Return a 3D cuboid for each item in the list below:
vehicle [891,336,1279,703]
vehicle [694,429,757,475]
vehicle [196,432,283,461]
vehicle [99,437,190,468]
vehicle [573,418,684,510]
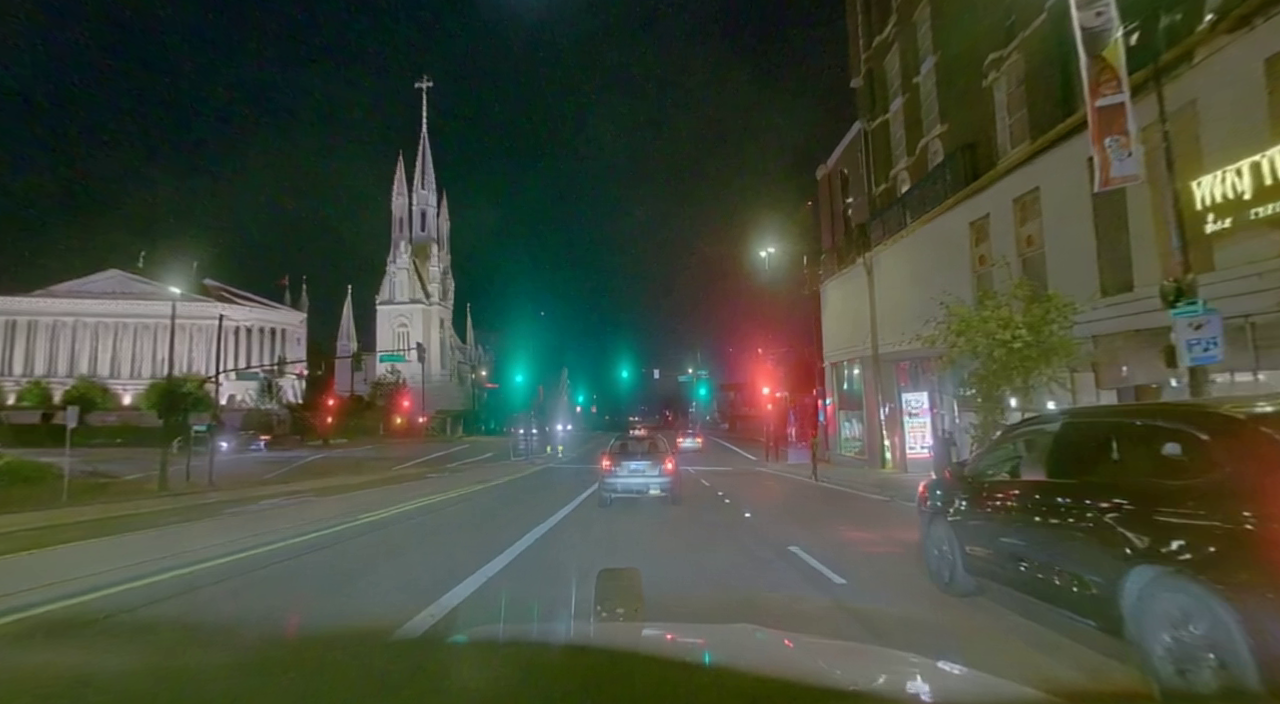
[{"bbox_3d":[3.650,1.039,4.122,2.080,1.735,4.650,0,-8,0],"label":"vehicle"},{"bbox_3d":[3.907,4.693,29.963,2.228,1.922,5.335,1,-8,0],"label":"vehicle"},{"bbox_3d":[-29.521,6.940,46.659,4.955,1.828,2.268,-1,-3,-2],"label":"vehicle"},{"bbox_3d":[-33.902,6.873,43.279,4.551,1.784,2.121,0,0,-1],"label":"vehicle"},{"bbox_3d":[-0.141,2.491,14.477,2.168,1.776,4.135,0,-8,2],"label":"vehicle"}]
